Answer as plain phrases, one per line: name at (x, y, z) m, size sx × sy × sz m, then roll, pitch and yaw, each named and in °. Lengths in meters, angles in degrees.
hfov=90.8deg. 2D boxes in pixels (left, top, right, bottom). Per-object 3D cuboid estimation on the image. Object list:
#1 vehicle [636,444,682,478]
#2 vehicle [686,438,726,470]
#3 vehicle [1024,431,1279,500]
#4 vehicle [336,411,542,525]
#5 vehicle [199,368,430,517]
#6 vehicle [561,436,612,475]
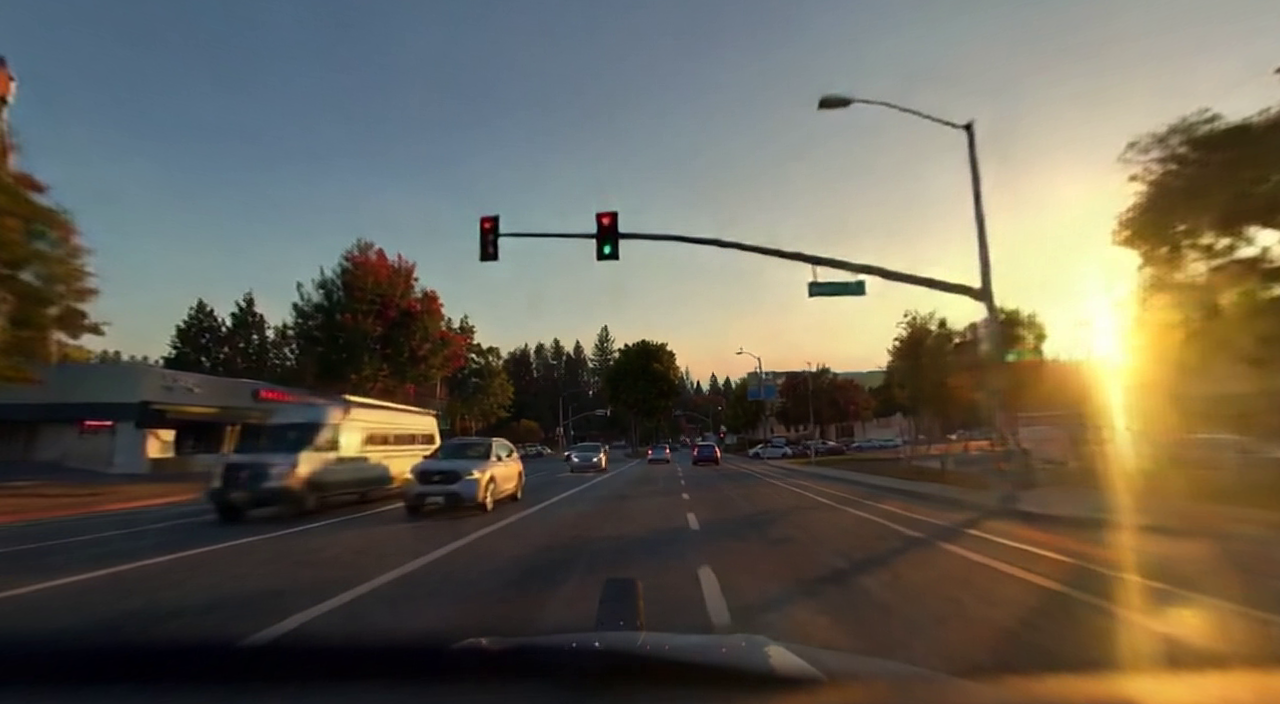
vehicle at (0.812, 4.864, 28.471) m, size 1.917 × 1.418 × 3.987 m, roll 0°, pitch -9°, yaw 0°
vehicle at (3.802, 5.963, 37.122) m, size 2.046 × 1.768 × 4.370 m, roll 0°, pitch -9°, yaw 2°
vehicle at (18.349, 3.801, 22.881) m, size 2.618 × 1.565 × 11.353 m, roll -3°, pitch -6°, yaw 4°
vehicle at (-3.853, 2.390, 13.612) m, size 2.298 × 1.905 × 5.777 m, roll -1°, pitch -9°, yaw 3°
vehicle at (-7.458, 2.222, 15.542) m, size 2.251 × 2.944 × 5.835 m, roll -1°, pitch -9°, yaw 3°
vehicle at (-2.606, 5.219, 32.045) m, size 2.092 × 1.779 × 4.468 m, roll 0°, pitch -9°, yaw 1°
